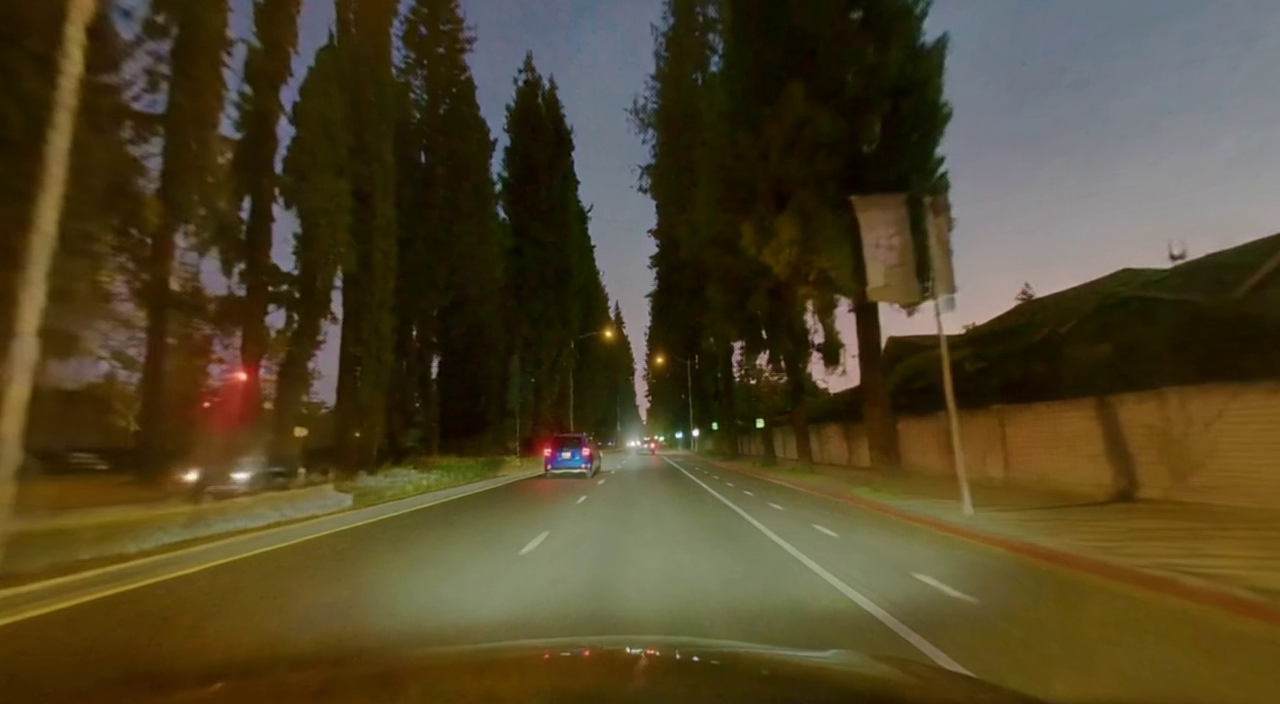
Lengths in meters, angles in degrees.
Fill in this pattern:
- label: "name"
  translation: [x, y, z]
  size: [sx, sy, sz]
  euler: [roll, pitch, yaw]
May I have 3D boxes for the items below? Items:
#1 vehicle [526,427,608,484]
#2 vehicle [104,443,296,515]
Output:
- label: "vehicle"
  translation: [-2.506, 3.746, 22.967]
  size: [2.281, 1.837, 4.845]
  euler: [0, -8, 2]
- label: "vehicle"
  translation: [-10.959, 3.141, 16.093]
  size: [1.876, 1.590, 4.060]
  euler: [0, -8, 1]
